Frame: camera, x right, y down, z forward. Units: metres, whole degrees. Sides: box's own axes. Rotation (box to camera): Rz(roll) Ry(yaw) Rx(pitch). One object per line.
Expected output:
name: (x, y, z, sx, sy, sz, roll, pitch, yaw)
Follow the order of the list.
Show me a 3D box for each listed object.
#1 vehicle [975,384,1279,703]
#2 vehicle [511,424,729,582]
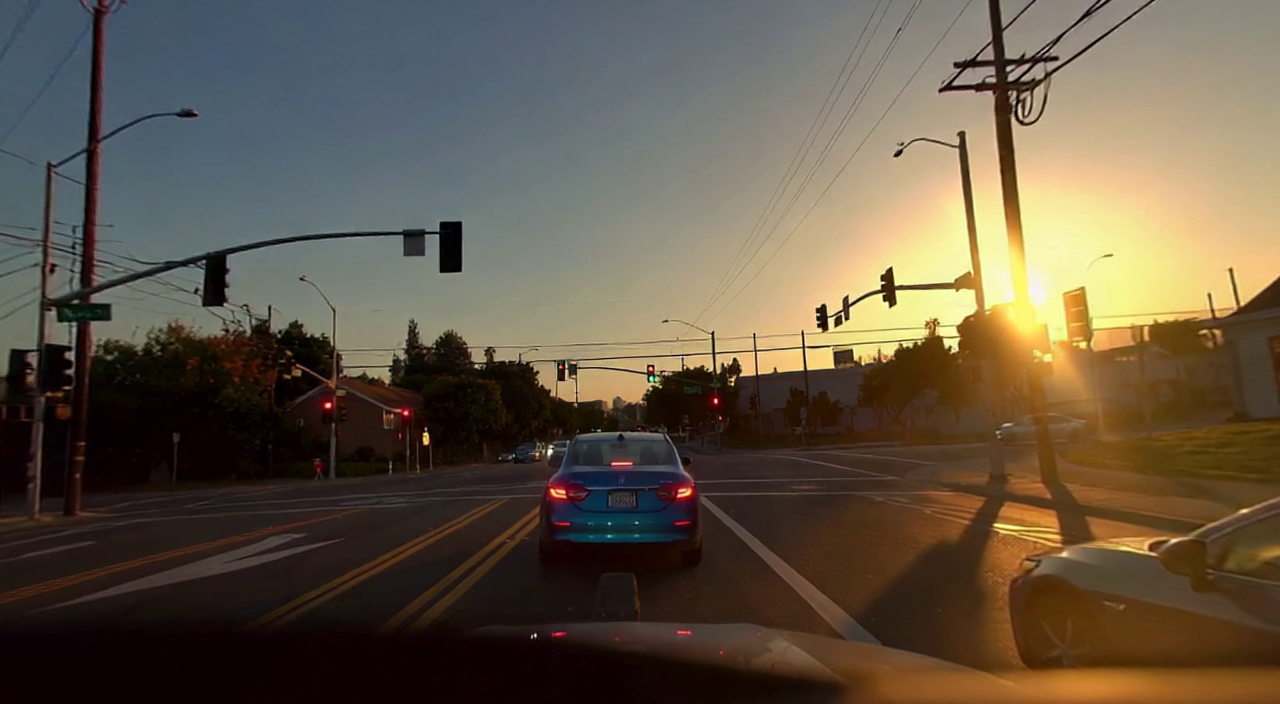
vehicle: (2.927, 0.835, 1.834, 1.860, 1.494, 3.707, 0, -8, 0)
vehicle: (-0.224, 1.750, 8.173, 2.061, 1.485, 4.196, 0, -8, -1)
